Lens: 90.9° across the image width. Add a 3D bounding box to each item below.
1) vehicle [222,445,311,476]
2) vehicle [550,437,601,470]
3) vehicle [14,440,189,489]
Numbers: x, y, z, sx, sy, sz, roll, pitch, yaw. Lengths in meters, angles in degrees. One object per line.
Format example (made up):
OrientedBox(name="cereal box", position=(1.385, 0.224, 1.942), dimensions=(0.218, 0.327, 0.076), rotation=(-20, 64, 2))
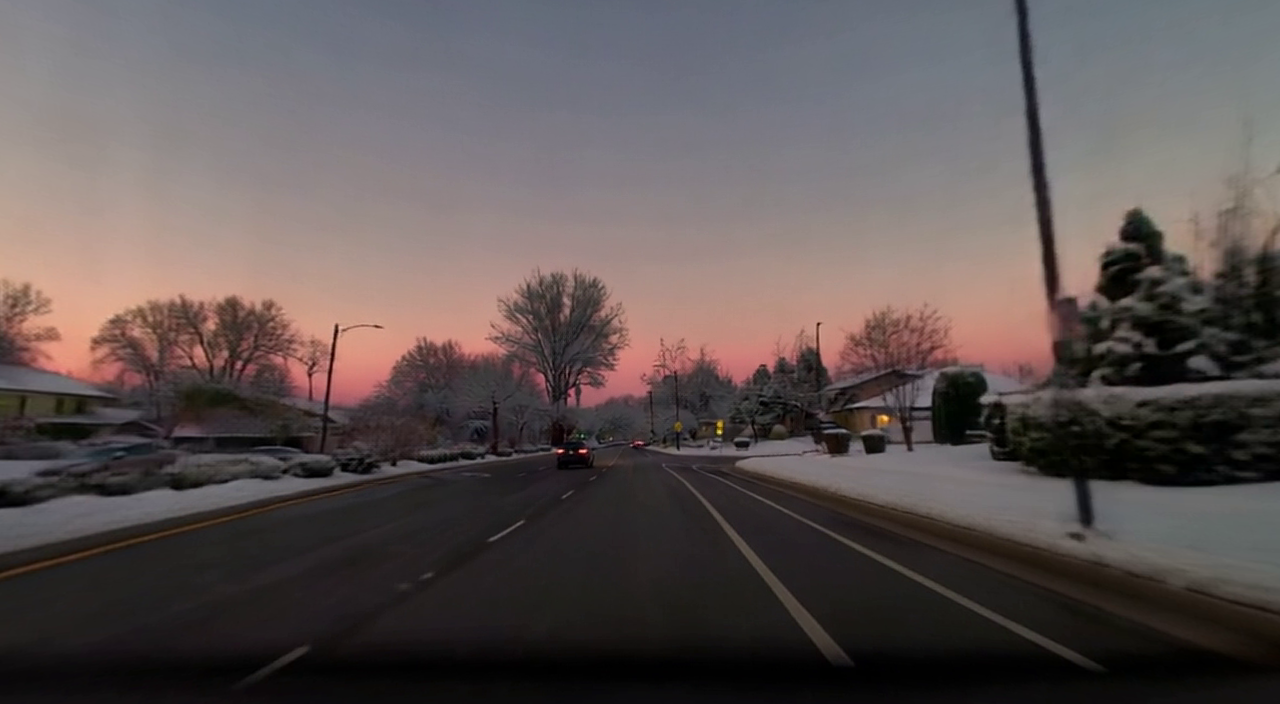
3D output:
OrientedBox(name="vehicle", position=(-18.839, 5.466, 32.073), dimensions=(1.980, 1.423, 4.465), rotation=(0, -8, -3))
OrientedBox(name="vehicle", position=(-3.068, 4.940, 30.860), dimensions=(2.075, 1.498, 4.730), rotation=(0, -8, -1))
OrientedBox(name="vehicle", position=(-18.889, 3.996, 22.494), dimensions=(2.026, 1.563, 4.618), rotation=(0, -10, 2))
